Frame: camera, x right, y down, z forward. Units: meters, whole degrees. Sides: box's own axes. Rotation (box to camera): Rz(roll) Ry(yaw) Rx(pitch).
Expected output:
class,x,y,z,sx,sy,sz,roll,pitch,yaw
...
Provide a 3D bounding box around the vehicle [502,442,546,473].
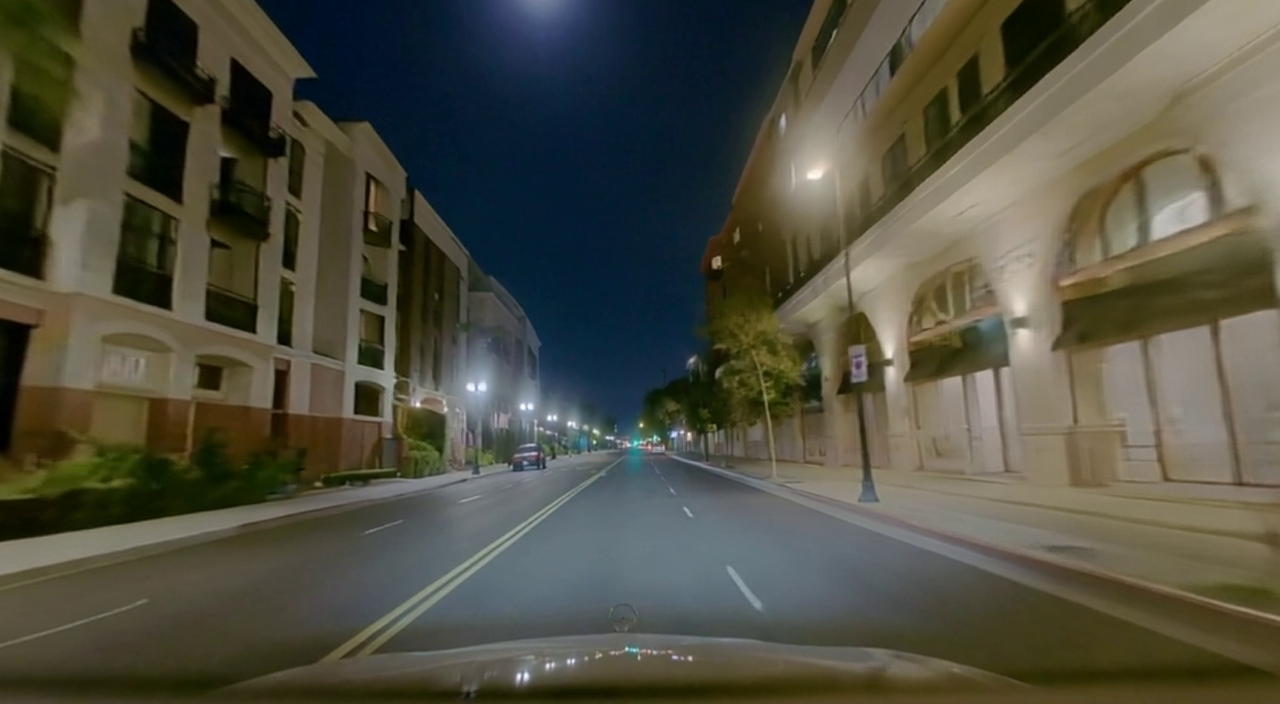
class,x,y,z,sx,sy,sz,roll,pitch,yaw
vehicle,-6.915,6.344,38.080,1.946,1.640,4.430,-2,-9,-1
